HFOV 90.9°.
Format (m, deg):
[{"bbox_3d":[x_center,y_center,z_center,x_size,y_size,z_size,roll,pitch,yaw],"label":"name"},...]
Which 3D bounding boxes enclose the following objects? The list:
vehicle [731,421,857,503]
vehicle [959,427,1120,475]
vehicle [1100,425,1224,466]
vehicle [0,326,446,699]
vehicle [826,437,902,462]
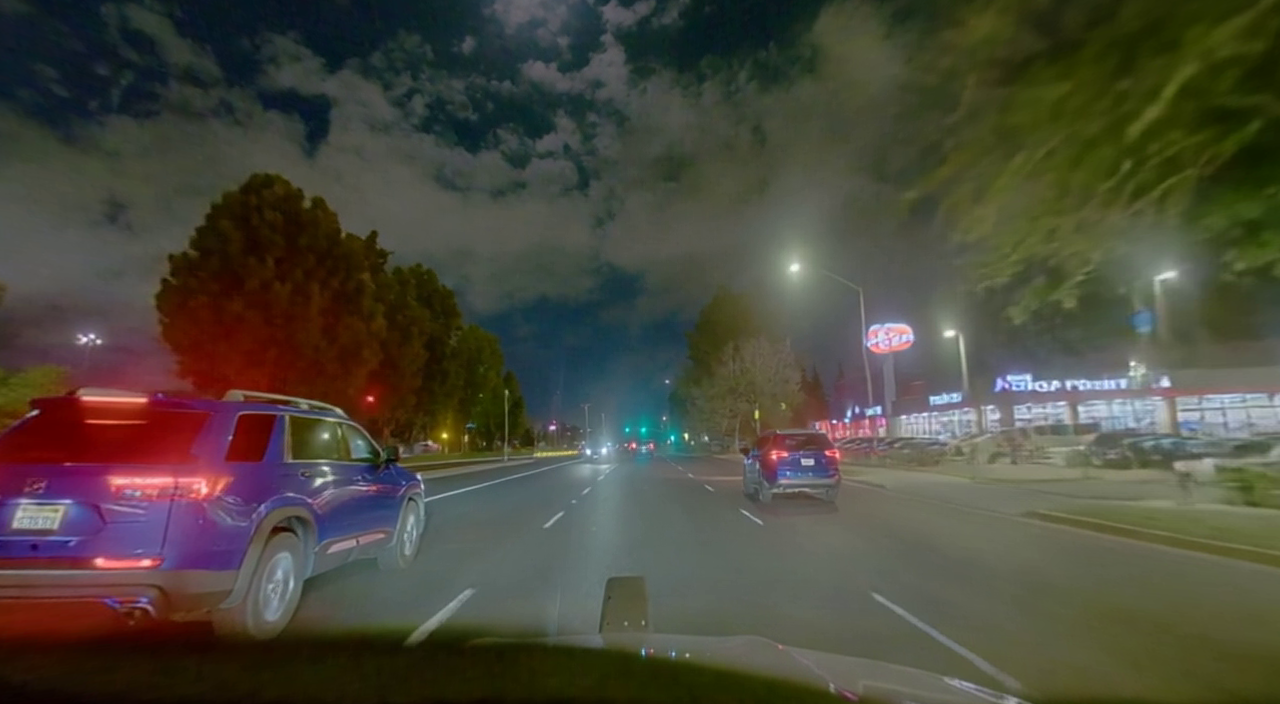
[{"bbox_3d":[3.703,2.753,16.129,2.024,1.773,4.431,0,-8,-1],"label":"vehicle"},{"bbox_3d":[14.911,3.729,23.776,4.647,1.725,1.991,0,-8,1],"label":"vehicle"},{"bbox_3d":[24.824,4.486,30.265,1.910,1.785,4.862,0,-8,3],"label":"vehicle"},{"bbox_3d":[-3.632,1.165,5.728,2.210,1.925,4.838,0,-8,0],"label":"vehicle"},{"bbox_3d":[13.961,6.088,39.390,4.040,1.497,1.702,0,-8,-1],"label":"vehicle"}]
